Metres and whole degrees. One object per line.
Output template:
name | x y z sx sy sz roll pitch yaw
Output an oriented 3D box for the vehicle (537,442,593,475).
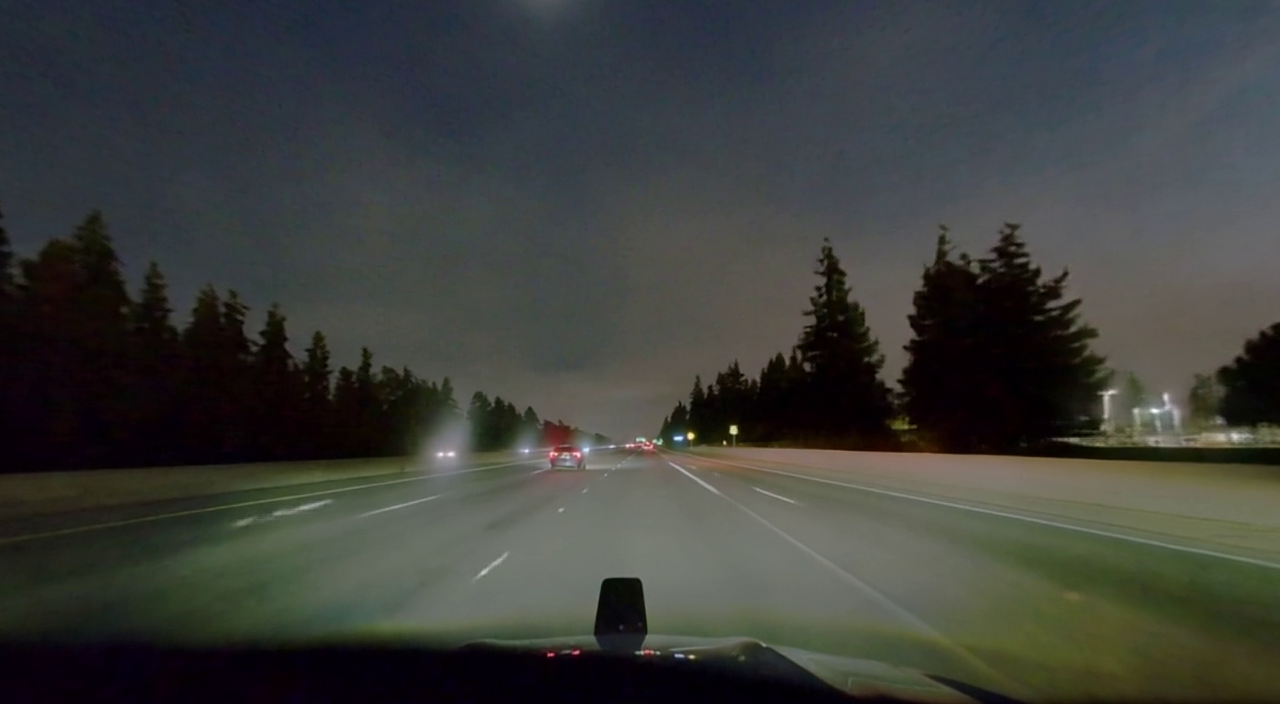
vehicle | -3.468 5.021 30.021 2.128 1.450 4.078 0 -8 1
